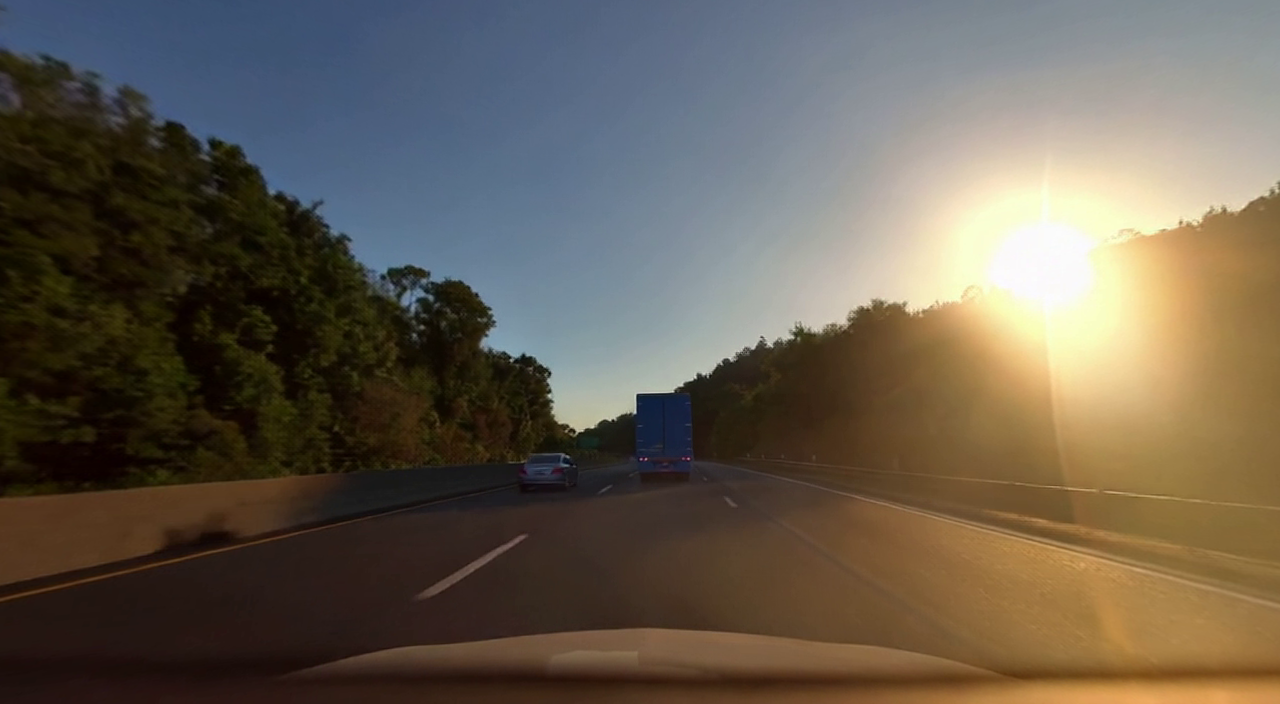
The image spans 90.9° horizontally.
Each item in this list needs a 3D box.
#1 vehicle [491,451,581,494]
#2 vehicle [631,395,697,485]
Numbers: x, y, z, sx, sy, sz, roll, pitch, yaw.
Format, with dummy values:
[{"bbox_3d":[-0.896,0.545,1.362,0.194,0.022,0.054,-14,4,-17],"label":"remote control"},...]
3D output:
[{"bbox_3d":[-3.582,4.277,22.805,2.133,1.358,4.870,-1,-9,4],"label":"vehicle"},{"bbox_3d":[1.324,4.524,31.835,2.821,3.878,8.925,-1,-9,4],"label":"vehicle"}]
